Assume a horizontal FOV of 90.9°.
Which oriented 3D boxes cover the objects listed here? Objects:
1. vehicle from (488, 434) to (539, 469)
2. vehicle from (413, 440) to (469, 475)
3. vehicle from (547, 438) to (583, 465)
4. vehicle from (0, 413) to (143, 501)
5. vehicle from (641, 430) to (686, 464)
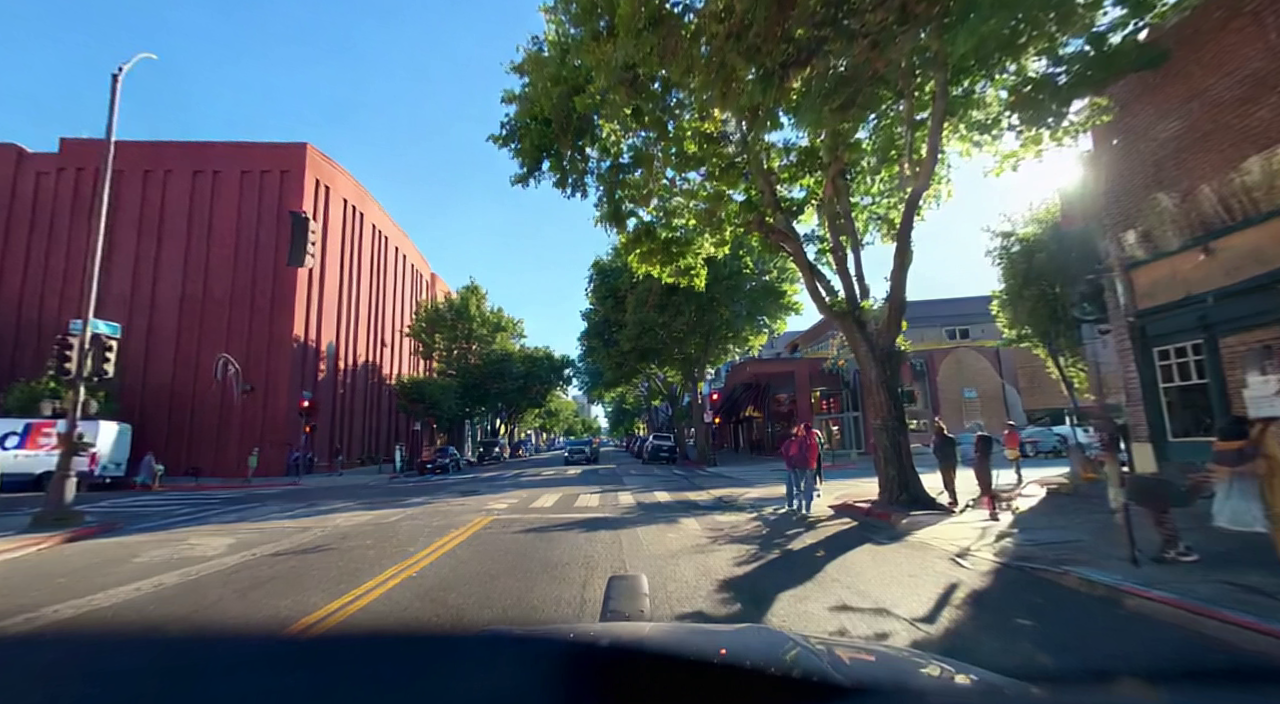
[{"bbox_3d":[-7.265,5.783,36.770,2.242,1.887,4.924,1,-8,-4],"label":"vehicle"},{"bbox_3d":[-11.153,5.929,35.643,2.216,1.804,4.526,1,-8,-7],"label":"vehicle"},{"bbox_3d":[-4.632,6.174,39.283,2.033,1.596,4.142,1,-8,-4],"label":"vehicle"},{"bbox_3d":[-26.568,4.326,25.880,9.465,3.299,3.029,-1,-6,-4],"label":"vehicle"},{"bbox_3d":[1.536,6.535,43.437,2.557,2.188,5.164,1,-8,-4],"label":"vehicle"}]
